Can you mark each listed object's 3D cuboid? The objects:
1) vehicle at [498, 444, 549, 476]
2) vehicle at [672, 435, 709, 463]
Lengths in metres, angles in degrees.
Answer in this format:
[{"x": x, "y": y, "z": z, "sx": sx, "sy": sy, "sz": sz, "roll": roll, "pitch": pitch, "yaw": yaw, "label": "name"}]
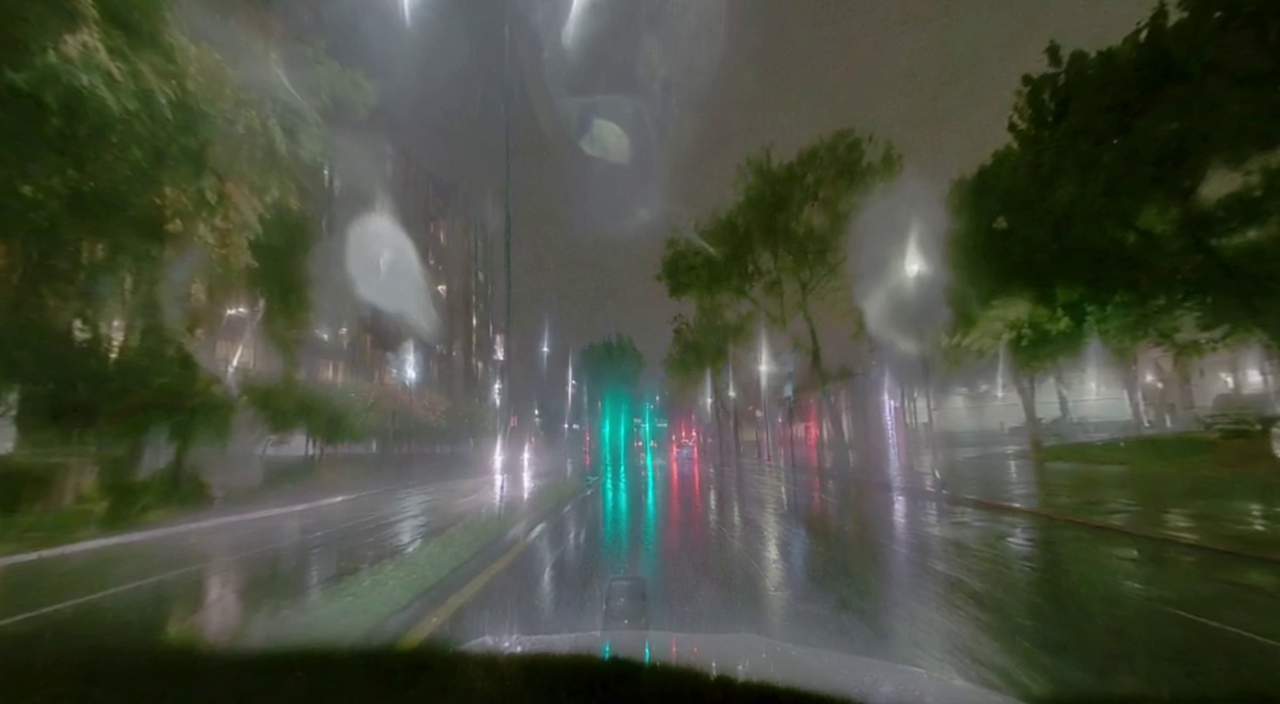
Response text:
[{"x": -6.870, "y": 6.415, "z": 37.716, "sx": 2.031, "sy": 1.723, "sz": 4.566, "roll": 0, "pitch": -8, "yaw": 2, "label": "vehicle"}, {"x": 3.305, "y": 6.504, "z": 42.288, "sx": 2.129, "sy": 1.719, "sz": 4.205, "roll": 0, "pitch": -8, "yaw": 0, "label": "vehicle"}]
